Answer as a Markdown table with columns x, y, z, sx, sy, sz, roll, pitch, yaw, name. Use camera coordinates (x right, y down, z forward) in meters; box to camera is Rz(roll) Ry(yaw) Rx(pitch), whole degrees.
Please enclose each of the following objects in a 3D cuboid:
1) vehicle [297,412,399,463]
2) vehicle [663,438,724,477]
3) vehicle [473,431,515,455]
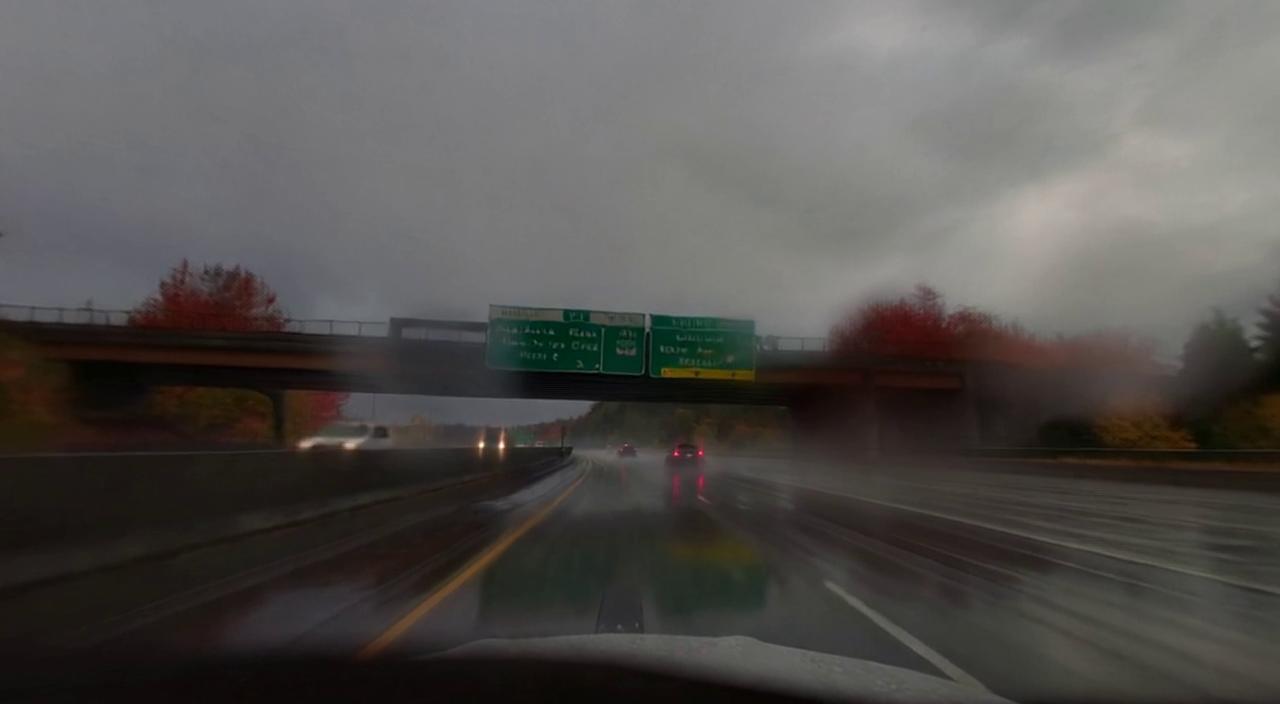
| x | y | z | sx | sy | sz | roll | pitch | yaw | name |
| --- | --- | --- | --- | --- | --- | --- | --- | --- | --- |
| -10.483 | 3.159 | 22.862 | 1.842 | 1.663 | 3.995 | 0 | -9 | -1 | vehicle |
| 2.409 | 4.933 | 29.462 | 2.337 | 1.633 | 4.222 | 0 | -9 | -2 | vehicle |
| -10.825 | 6.858 | 46.859 | 2.185 | 1.675 | 4.704 | 0 | -9 | -2 | vehicle |
